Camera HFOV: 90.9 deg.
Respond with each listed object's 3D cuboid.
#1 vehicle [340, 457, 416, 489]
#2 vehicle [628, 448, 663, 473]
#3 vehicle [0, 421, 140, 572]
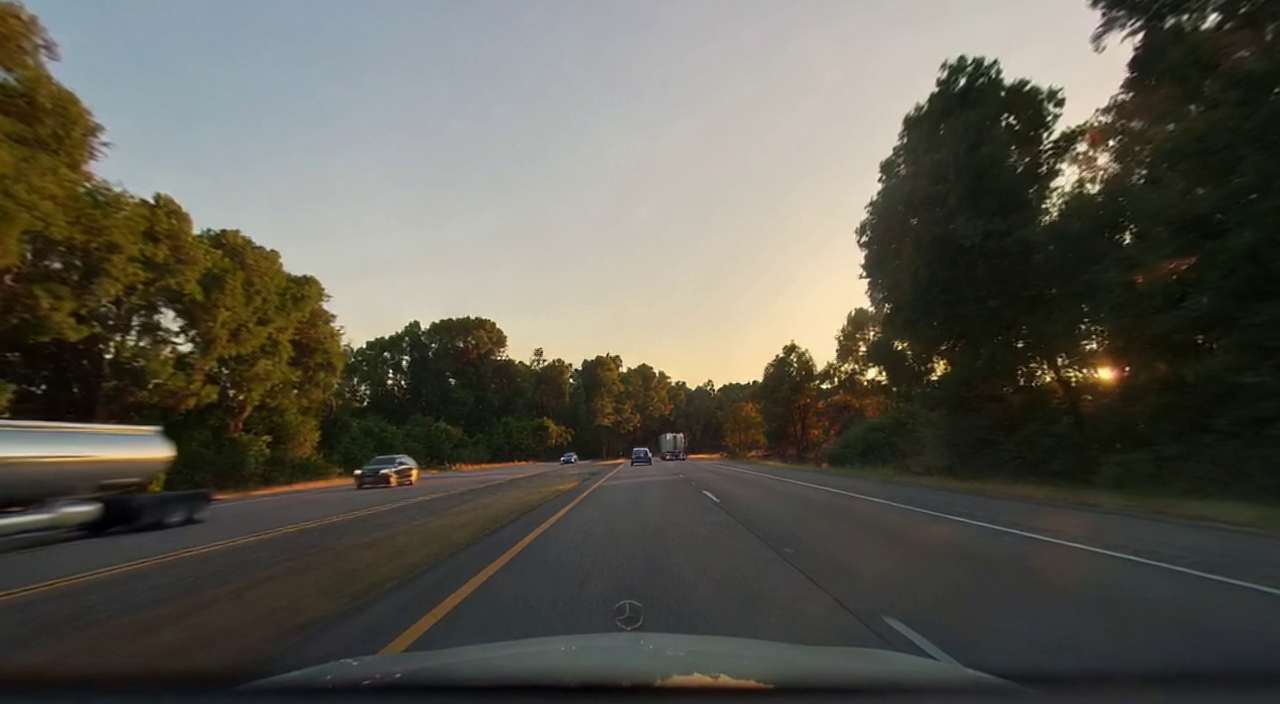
[{"bbox_3d":[-13.325,6.143,32.377,1.959,1.471,4.543,0,-9,0],"label":"vehicle"},{"bbox_3d":[0.295,6.248,36.498,1.926,1.386,3.615,0,-9,-1],"label":"vehicle"},{"bbox_3d":[-8.738,1.651,7.031,2.123,1.784,5.057,0,-9,0],"label":"vehicle"}]
